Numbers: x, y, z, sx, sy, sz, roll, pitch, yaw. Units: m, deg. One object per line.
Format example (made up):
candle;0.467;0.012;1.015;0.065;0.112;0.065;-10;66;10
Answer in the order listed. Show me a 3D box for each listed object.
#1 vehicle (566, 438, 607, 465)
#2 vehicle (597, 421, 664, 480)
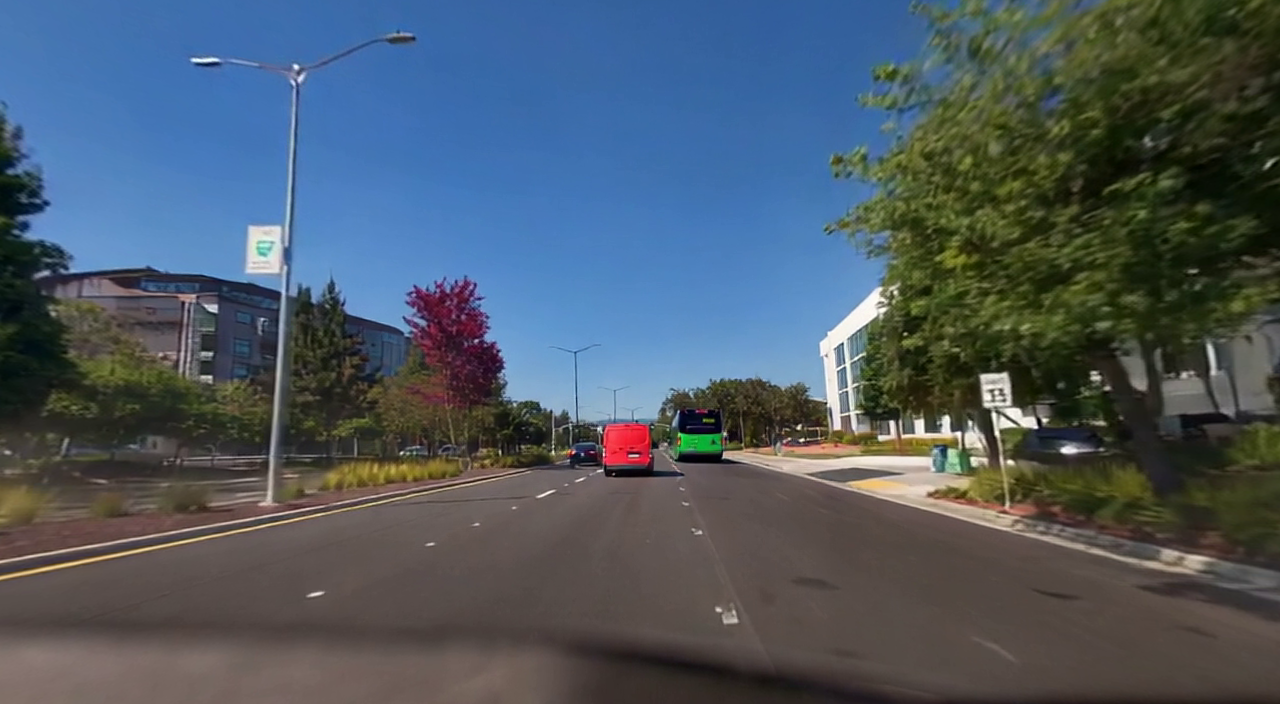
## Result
vehicle;-3.389;6.451;41.029;2.109;1.672;4.256;-1;-8;3
vehicle;-0.259;3.978;25.708;2.336;2.122;5.207;-1;-8;3
